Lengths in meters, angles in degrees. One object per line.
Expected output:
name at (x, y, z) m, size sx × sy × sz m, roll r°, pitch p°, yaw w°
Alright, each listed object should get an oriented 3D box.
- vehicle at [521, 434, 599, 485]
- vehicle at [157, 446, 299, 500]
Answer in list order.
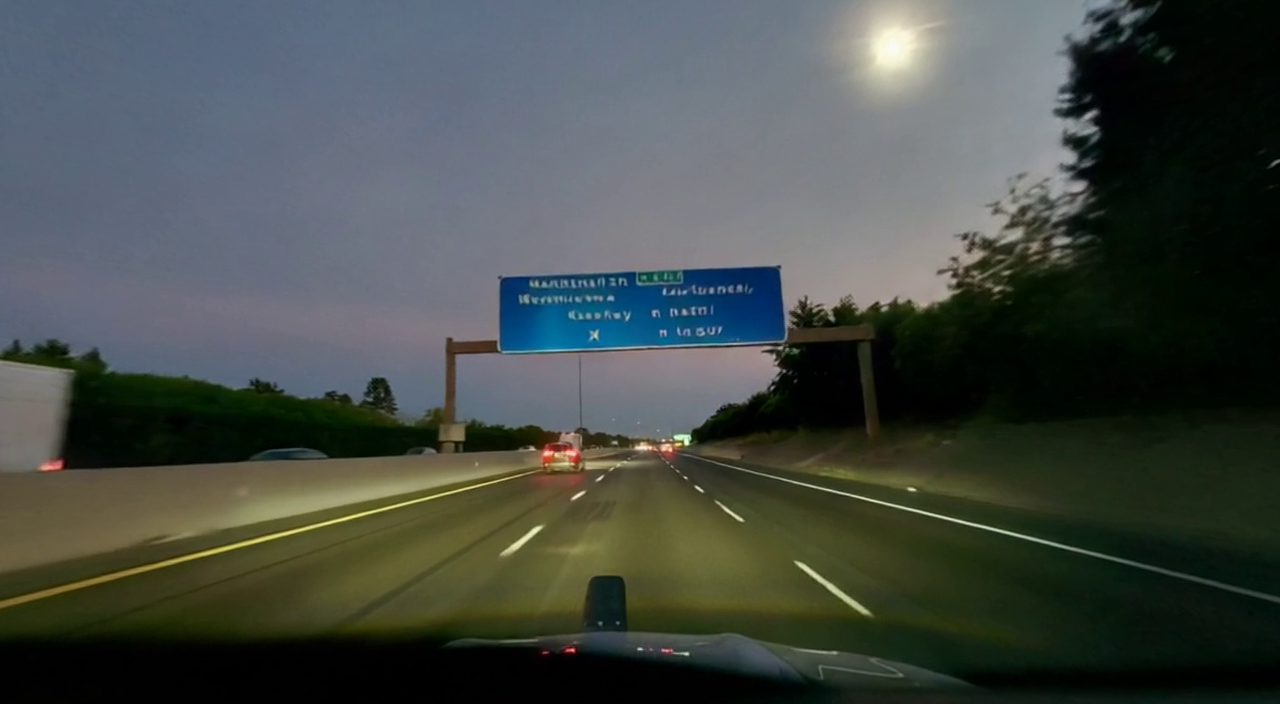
vehicle at (-2.754, 3.836, 22.712) m, size 2.183 × 1.662 × 3.968 m, roll 0°, pitch -9°, yaw 1°
vehicle at (-12.507, 3.667, 19.469) m, size 1.790 × 1.479 × 3.789 m, roll 0°, pitch -9°, yaw 0°
